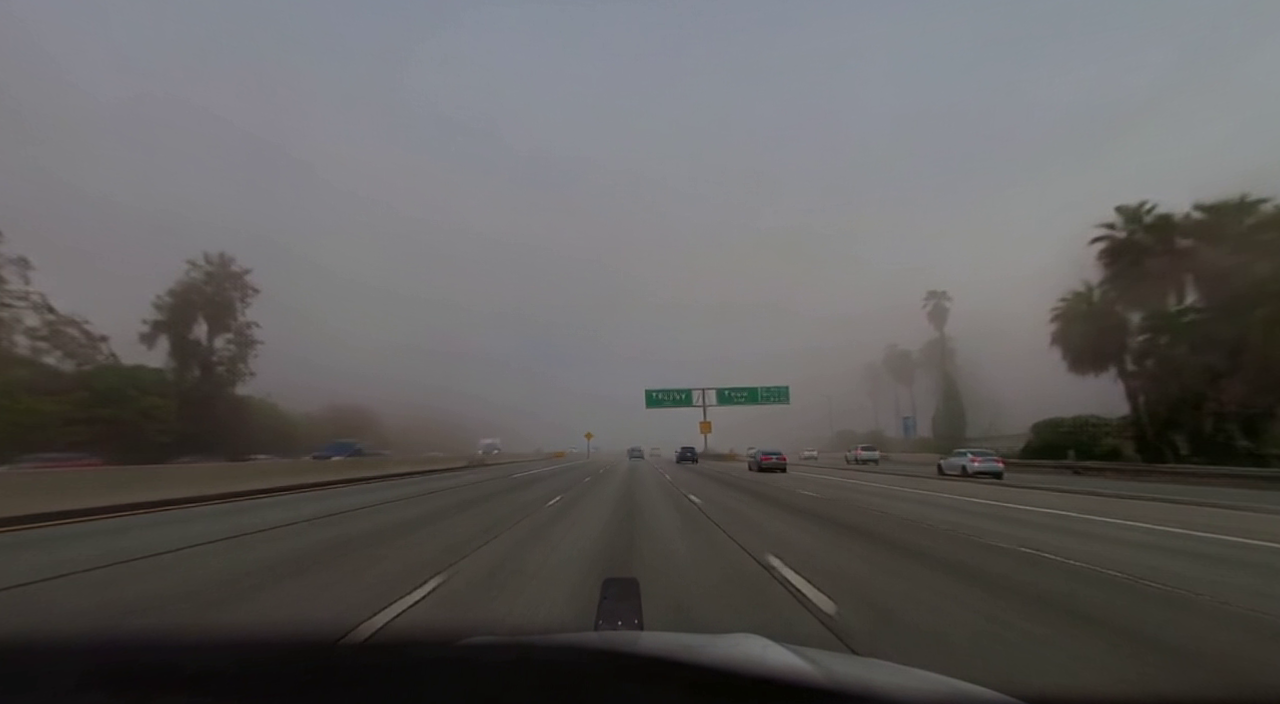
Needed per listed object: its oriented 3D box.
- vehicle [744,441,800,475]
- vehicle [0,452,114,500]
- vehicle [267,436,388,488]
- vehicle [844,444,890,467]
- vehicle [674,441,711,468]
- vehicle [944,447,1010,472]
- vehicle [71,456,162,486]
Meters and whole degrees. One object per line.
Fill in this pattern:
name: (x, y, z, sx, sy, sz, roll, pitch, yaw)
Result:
vehicle: (6.820, 5.522, 33.061, 1.902, 1.623, 4.360, 0, -8, -1)
vehicle: (-23.968, 4.899, 25.258, 1.914, 1.698, 4.353, 0, -8, 0)
vehicle: (-12.663, 4.477, 26.011, 2.256, 1.886, 5.220, 0, -8, 0)
vehicle: (17.231, 7.848, 47.934, 1.887, 1.642, 4.592, 0, -8, 2)
vehicle: (3.468, 6.829, 42.114, 2.035, 1.704, 3.867, 0, -8, -1)
vehicle: (21.107, 6.735, 39.672, 1.774, 1.457, 4.653, 0, -8, 3)
vehicle: (-32.401, 7.329, 39.117, 1.821, 1.655, 4.534, 0, -8, -2)
